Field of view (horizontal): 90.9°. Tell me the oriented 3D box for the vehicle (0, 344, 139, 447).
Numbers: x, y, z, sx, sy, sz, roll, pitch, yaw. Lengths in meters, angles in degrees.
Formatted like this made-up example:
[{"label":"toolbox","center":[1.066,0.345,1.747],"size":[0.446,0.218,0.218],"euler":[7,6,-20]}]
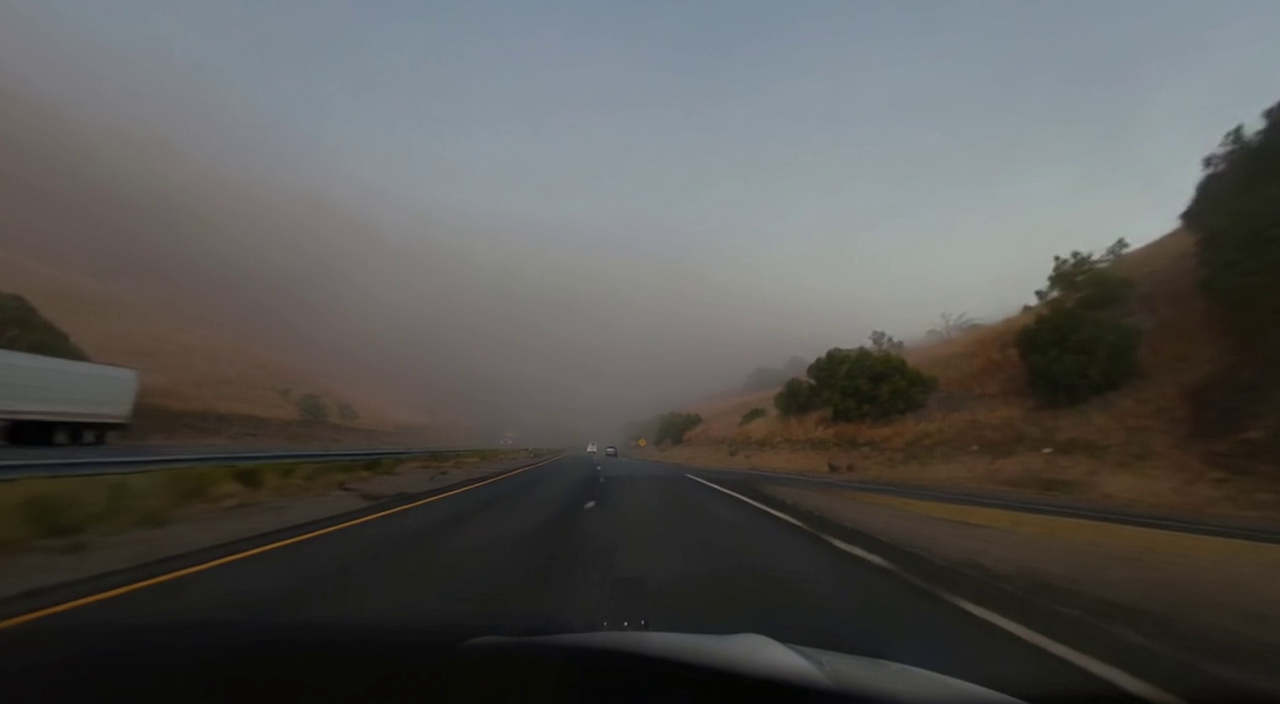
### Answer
[{"label":"vehicle","center":[-27.962,1.616,25.022],"size":[2.941,4.199,16.568],"euler":[1,-9,-1]}]
